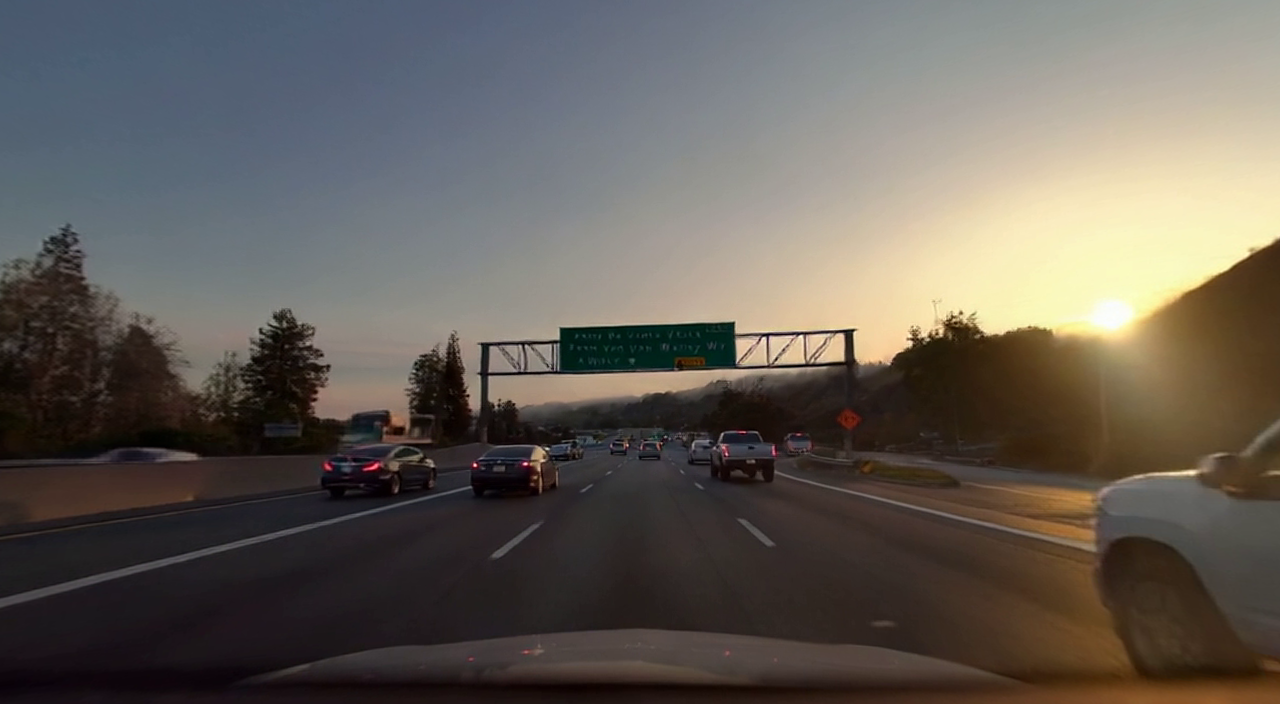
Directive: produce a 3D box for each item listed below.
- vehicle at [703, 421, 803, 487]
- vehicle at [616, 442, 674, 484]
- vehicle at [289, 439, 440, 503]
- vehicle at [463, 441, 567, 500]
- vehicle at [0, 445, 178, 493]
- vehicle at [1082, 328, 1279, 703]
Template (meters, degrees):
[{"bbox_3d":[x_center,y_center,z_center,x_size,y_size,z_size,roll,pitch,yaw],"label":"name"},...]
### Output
[{"bbox_3d":[4.101,3.920,24.378,2.802,2.151,6.579,0,-9,2],"label":"vehicle"},{"bbox_3d":[0.231,4.277,24.600,2.071,1.478,4.130,0,-9,1],"label":"vehicle"},{"bbox_3d":[-7.407,3.244,17.565,2.065,1.519,4.491,0,-9,2],"label":"vehicle"},{"bbox_3d":[-3.473,3.377,18.392,1.996,1.488,4.451,0,-9,2],"label":"vehicle"},{"bbox_3d":[-19.350,4.099,22.474,1.967,1.527,4.747,0,-9,2],"label":"vehicle"},{"bbox_3d":[3.653,0.628,1.533,2.045,1.768,4.249,0,-9,1],"label":"vehicle"}]
